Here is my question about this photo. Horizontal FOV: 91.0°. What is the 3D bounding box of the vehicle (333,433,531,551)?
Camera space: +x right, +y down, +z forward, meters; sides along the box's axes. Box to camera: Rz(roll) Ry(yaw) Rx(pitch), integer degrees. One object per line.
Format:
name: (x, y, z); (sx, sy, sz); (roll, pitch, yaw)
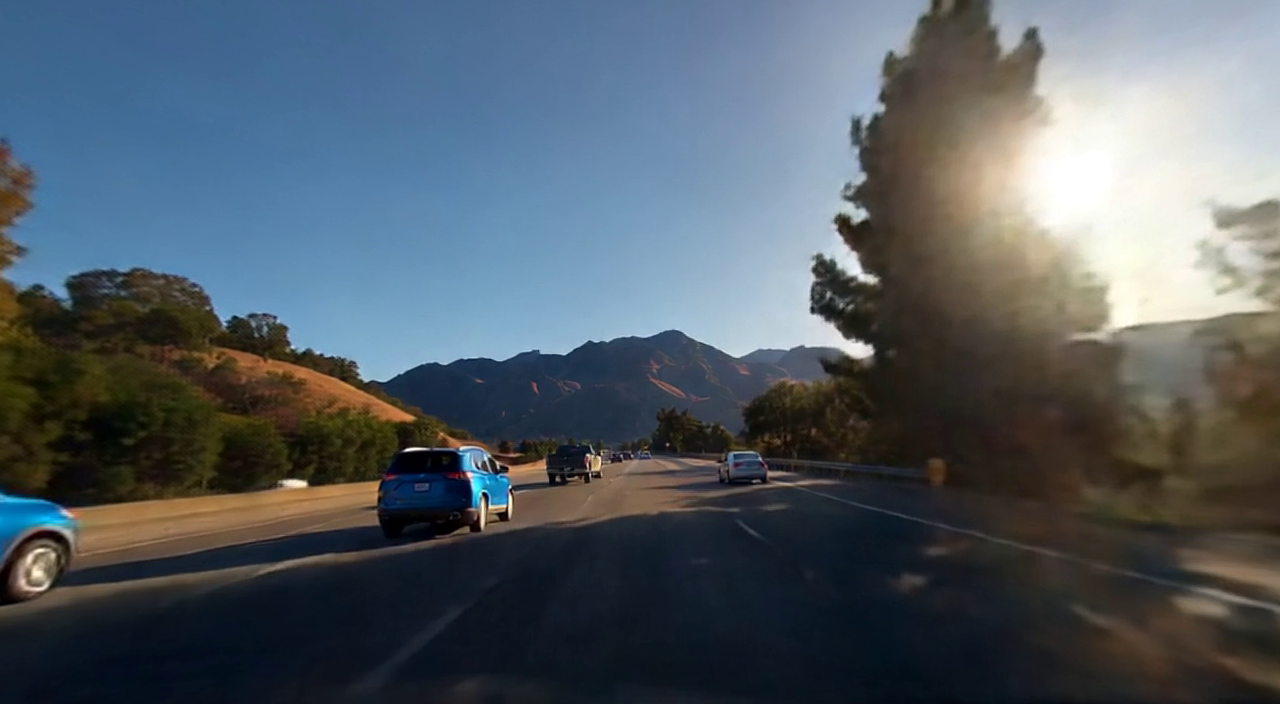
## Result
vehicle: (-3.432, 2.391, 11.429); (2.080, 1.716, 4.207); (0, -9, 1)

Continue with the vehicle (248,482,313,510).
vehicle: (-27.948, 11.188, 49.225); (2.017, 1.720, 5.219); (0, -8, 0)

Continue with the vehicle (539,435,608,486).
vehicle: (-2.987, 5.080, 29.790); (2.494, 2.136, 5.539); (0, -9, 2)

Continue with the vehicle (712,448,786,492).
vehicle: (4.185, 4.591, 24.934); (2.071, 1.570, 4.637); (0, -9, 0)
